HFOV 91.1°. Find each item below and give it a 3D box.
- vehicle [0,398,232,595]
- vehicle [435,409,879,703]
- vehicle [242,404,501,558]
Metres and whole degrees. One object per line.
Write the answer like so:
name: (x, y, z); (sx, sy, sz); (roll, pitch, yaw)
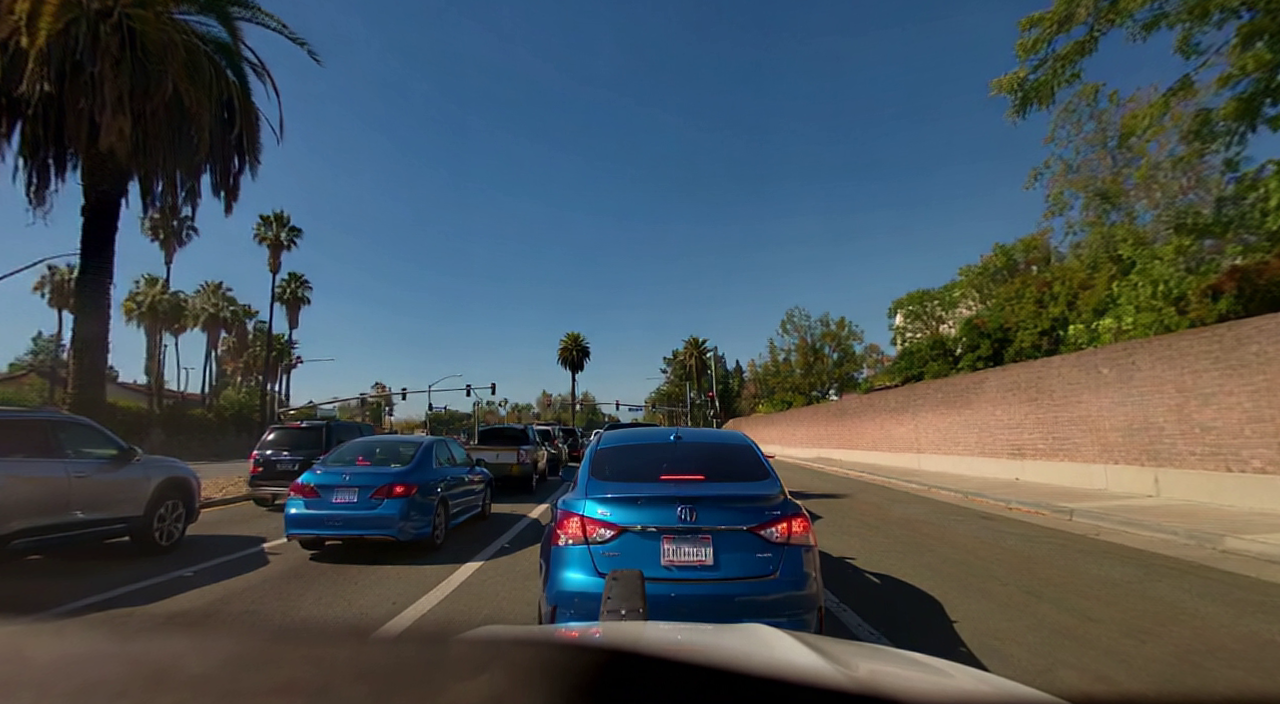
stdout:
vehicle: (-6.670, 1.406, 6.409); (1.963, 1.721, 4.662); (0, -8, -2)
vehicle: (0.039, 1.337, 5.215); (2.128, 1.473, 4.272); (0, -8, -1)
vehicle: (-3.527, 1.777, 9.295); (2.055, 1.746, 4.136); (0, -8, -1)
